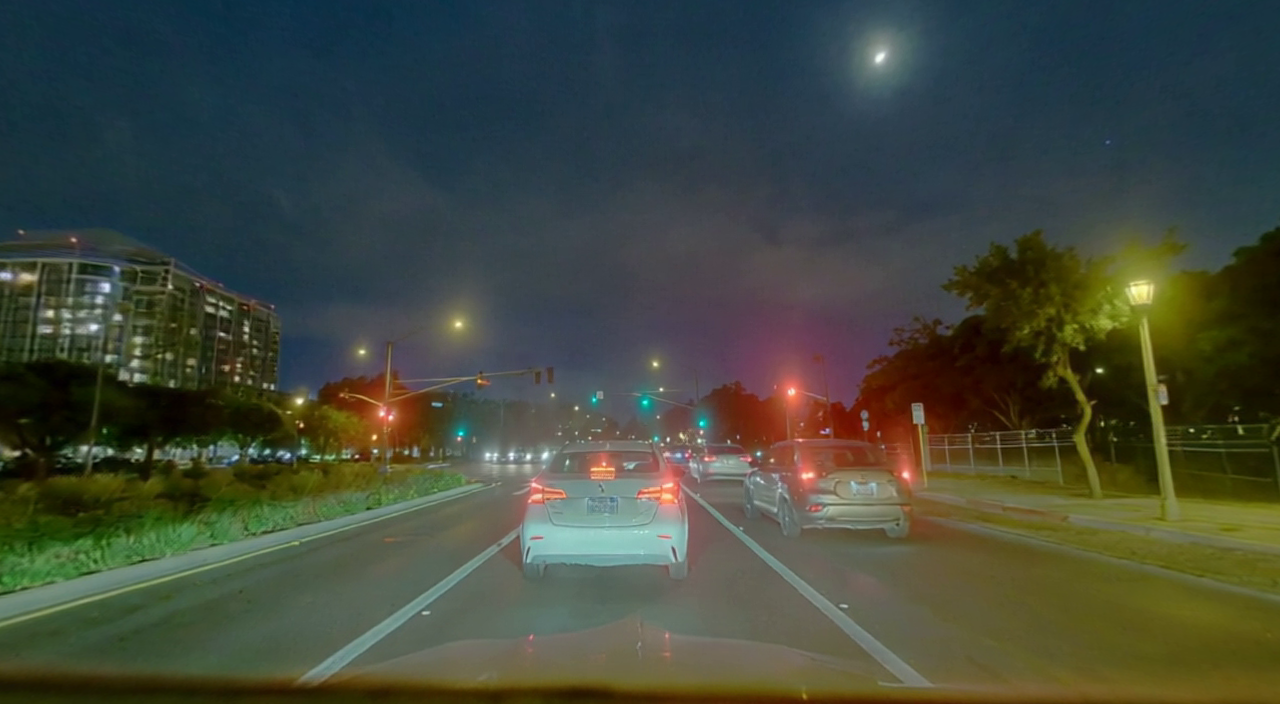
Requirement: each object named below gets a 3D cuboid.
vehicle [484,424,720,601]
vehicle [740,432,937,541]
[{"bbox_3d":[-0.347,1.643,7.243,2.006,1.487,3.535,0,-9,-1],"label":"vehicle"},{"bbox_3d":[3.096,2.189,10.955,1.910,1.474,4.263,0,-9,-2],"label":"vehicle"}]
